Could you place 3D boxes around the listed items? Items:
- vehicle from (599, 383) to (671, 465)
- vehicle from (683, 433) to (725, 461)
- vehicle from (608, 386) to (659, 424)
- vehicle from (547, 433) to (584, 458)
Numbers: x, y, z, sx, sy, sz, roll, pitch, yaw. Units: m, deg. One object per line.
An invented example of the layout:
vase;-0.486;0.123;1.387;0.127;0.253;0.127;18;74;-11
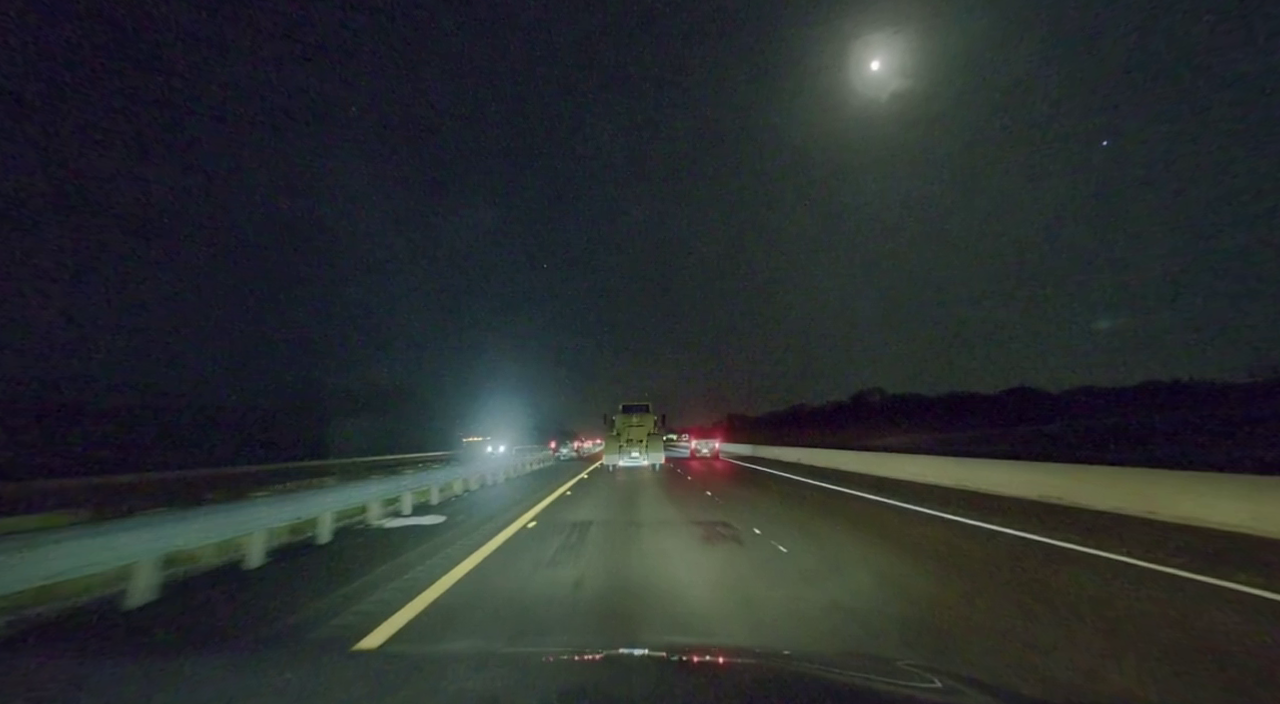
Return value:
vehicle;-0.358;3.856;32.637;2.953;3.406;13.372;0;-8;-1
vehicle;3.645;5.465;36.459;1.910;1.492;4.324;0;-8;-1
vehicle;-0.259;2.447;28.360;2.112;1.472;4.240;0;-8;0
vehicle;-5.000;6.308;42.680;2.104;1.575;4.421;0;-8;-3
